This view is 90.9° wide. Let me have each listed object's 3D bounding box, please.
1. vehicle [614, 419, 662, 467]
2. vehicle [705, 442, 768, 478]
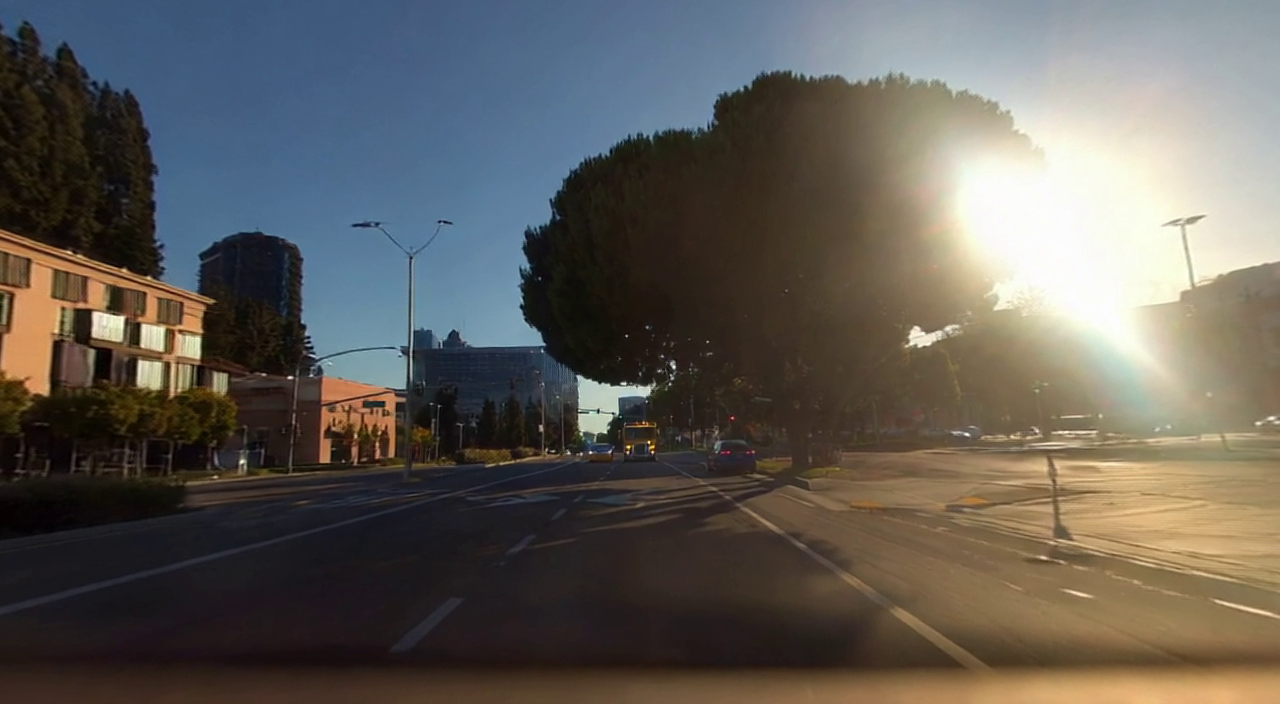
[{"bbox_3d":[-0.133,5.888,40.852,2.833,2.879,6.572,0,-8,0],"label":"vehicle"},{"bbox_3d":[4.182,4.745,28.055,2.005,1.442,4.675,0,-8,-1],"label":"vehicle"}]
